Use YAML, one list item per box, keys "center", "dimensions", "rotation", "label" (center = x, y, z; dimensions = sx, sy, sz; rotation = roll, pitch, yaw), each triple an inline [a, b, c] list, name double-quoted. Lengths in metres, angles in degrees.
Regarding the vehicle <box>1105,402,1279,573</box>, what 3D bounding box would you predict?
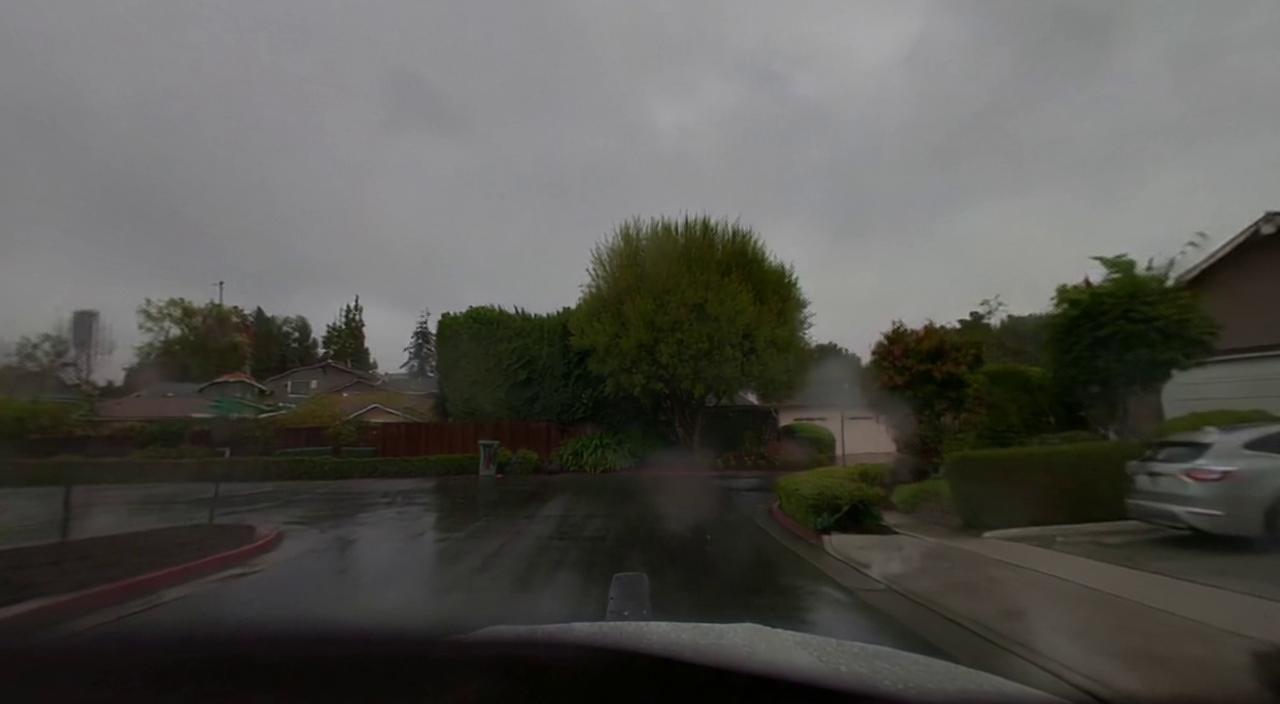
- center: [8.887, 1.572, 7.535]
  dimensions: [4.801, 1.788, 2.073]
  rotation: [-1, -9, 6]
  label: "vehicle"
